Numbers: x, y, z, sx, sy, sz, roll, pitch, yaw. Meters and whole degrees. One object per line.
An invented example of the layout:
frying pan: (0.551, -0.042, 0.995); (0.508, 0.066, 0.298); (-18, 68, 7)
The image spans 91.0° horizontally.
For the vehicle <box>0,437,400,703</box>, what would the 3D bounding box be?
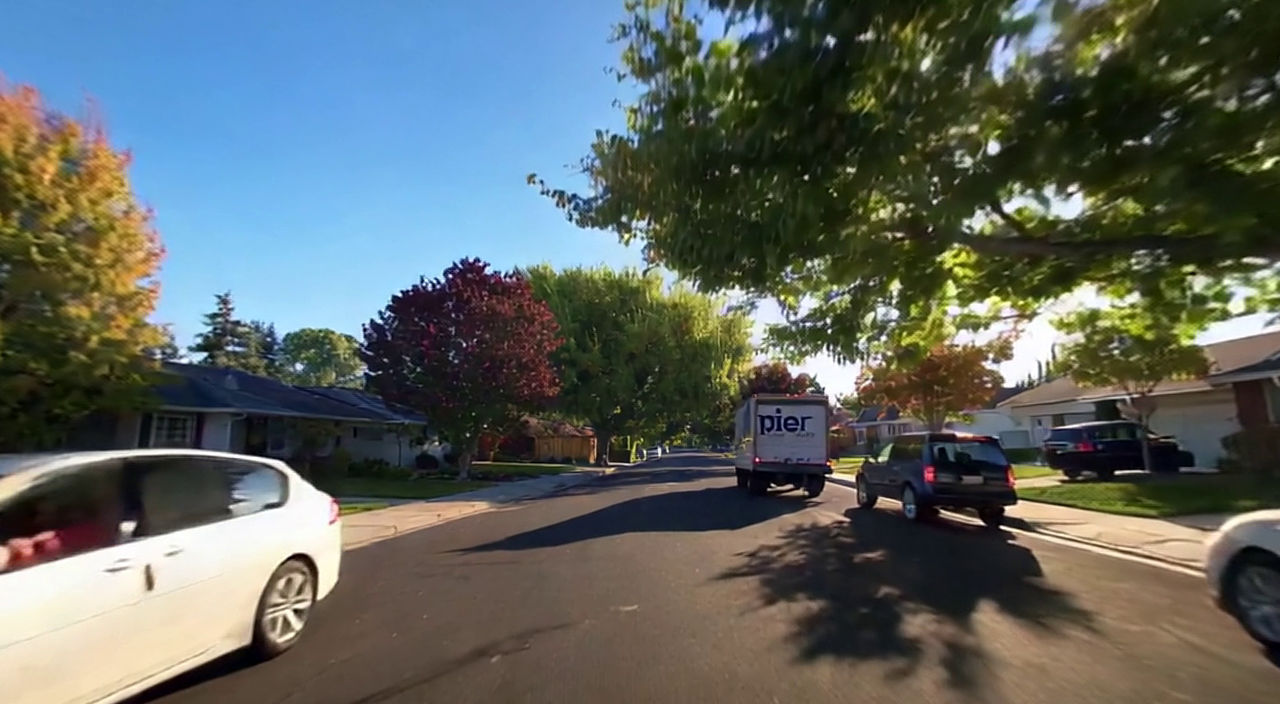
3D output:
vehicle: (-3.318, 1.124, 2.926); (1.938, 1.402, 5.095); (2, -9, 6)

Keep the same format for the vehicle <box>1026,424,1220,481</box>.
vehicle: (15.117, 3.163, 19.910); (4.418, 1.695, 1.931); (0, -8, 2)

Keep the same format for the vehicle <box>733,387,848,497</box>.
vehicle: (4.749, 3.068, 21.436); (2.924, 3.018, 7.600); (-1, -9, 7)

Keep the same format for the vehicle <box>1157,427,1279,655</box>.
vehicle: (5.169, 1.068, 2.856); (1.943, 1.511, 4.582); (-1, -8, 4)

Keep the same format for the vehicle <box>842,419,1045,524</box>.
vehicle: (6.283, 2.517, 13.802); (2.410, 1.902, 4.277); (-1, -8, 3)
